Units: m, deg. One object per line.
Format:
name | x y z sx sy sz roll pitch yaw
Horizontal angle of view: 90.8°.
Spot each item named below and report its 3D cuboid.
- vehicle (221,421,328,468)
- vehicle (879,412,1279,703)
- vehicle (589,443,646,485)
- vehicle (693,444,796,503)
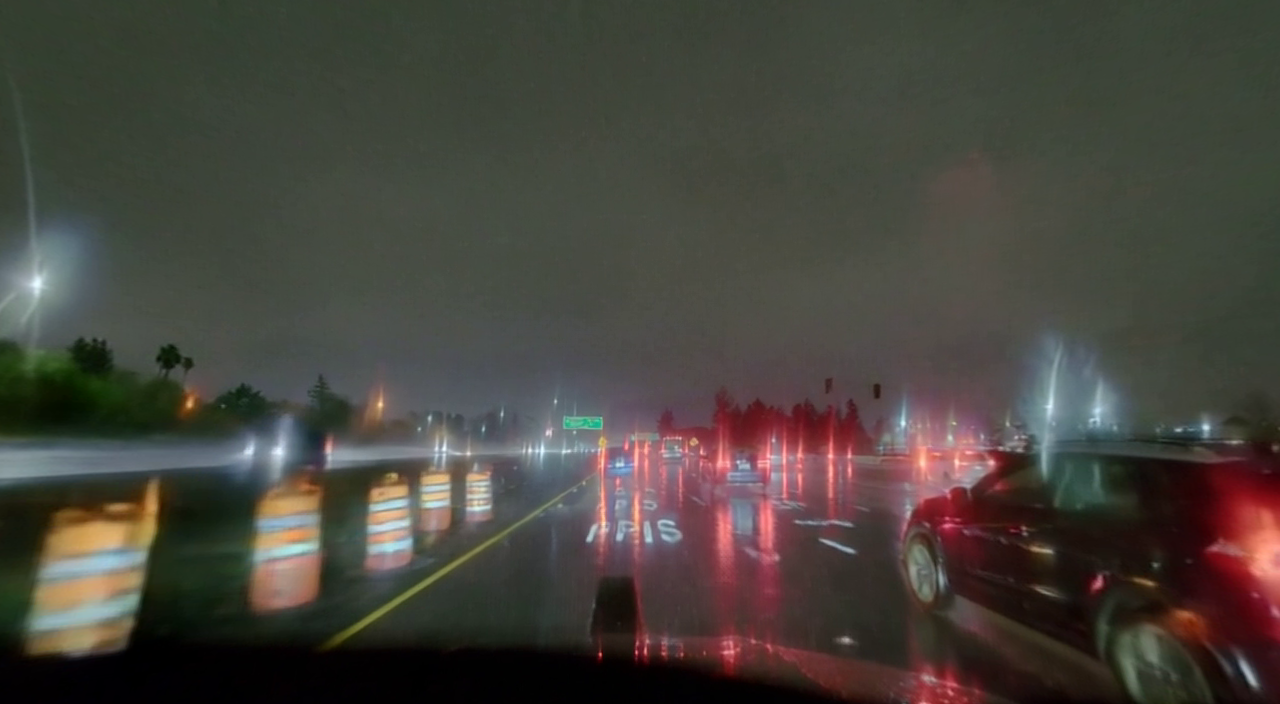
vehicle | -16.489 4.230 28.839 2.113 1.925 4.606 0 -9 -1
vehicle | 3.200 1.146 3.531 1.996 1.455 4.281 0 -9 -1
vehicle | -0.826 4.336 24.764 2.069 1.470 4.004 0 -9 -1
vehicle | 2.805 3.375 18.117 2.042 1.460 4.451 0 -9 -2
